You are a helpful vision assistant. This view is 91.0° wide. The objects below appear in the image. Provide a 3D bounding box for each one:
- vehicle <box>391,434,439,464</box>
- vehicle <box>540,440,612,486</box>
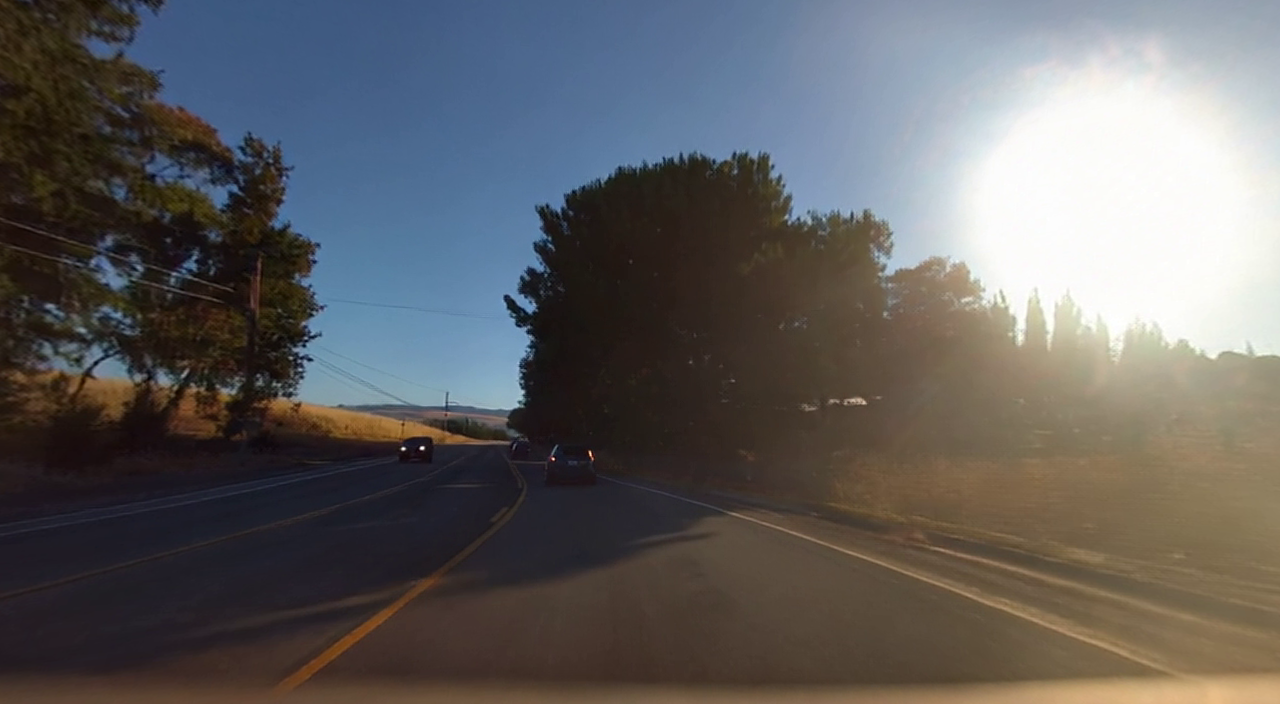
[{"bbox_3d":[-12.607,5.456,35.489,1.894,1.621,3.900,1,-9,-10],"label":"vehicle"},{"bbox_3d":[-2.439,4.014,23.165,2.296,1.510,4.068,2,-9,-10],"label":"vehicle"}]
